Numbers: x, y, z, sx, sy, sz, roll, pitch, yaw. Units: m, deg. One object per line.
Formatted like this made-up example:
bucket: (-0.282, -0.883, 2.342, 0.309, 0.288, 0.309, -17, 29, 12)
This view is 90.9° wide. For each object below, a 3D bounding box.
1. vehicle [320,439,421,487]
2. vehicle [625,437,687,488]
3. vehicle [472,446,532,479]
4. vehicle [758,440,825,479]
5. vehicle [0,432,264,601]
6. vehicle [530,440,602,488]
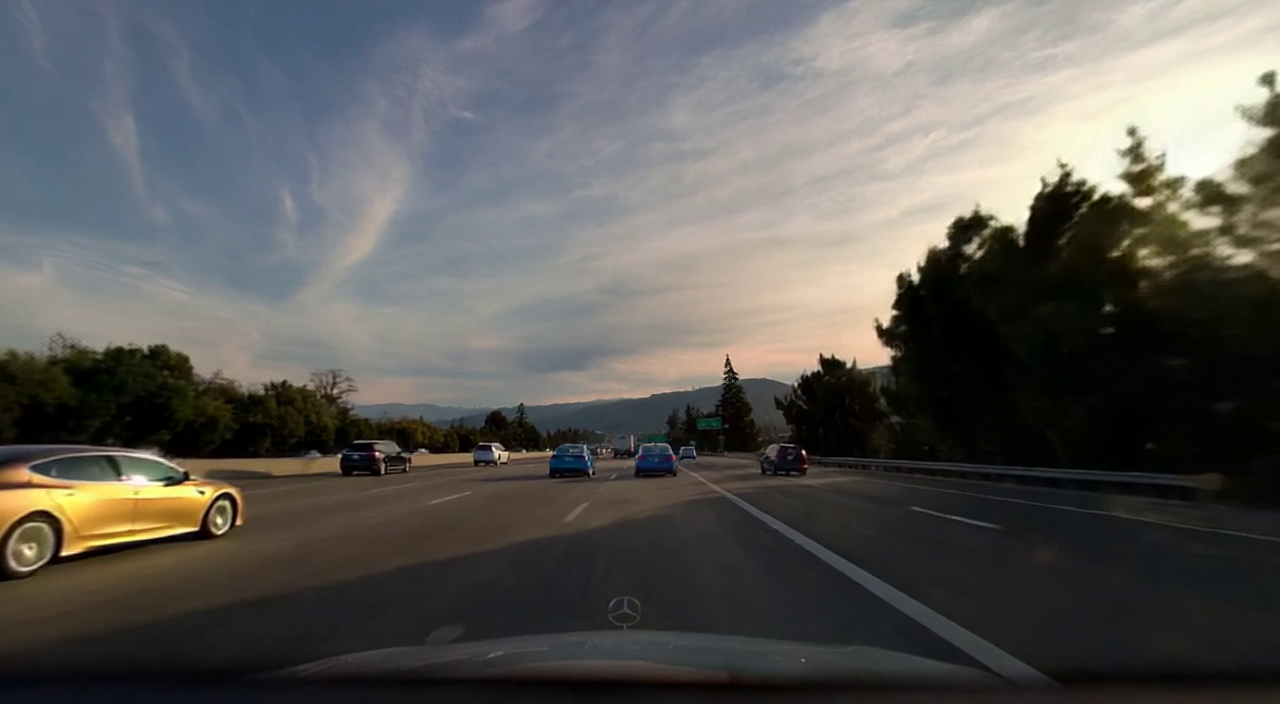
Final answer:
vehicle: (-10.365, 4.277, 24.658, 1.947, 1.683, 4.331, -1, -8, 1)
vehicle: (0.575, 4.094, 23.788, 2.114, 1.715, 4.136, -1, -8, 1)
vehicle: (-6.593, 5.312, 30.580, 1.886, 1.455, 4.148, 0, -8, 1)
vehicle: (7.503, 5.347, 31.744, 2.071, 1.754, 4.484, 0, -8, -3)
vehicle: (-6.705, 1.675, 7.041, 2.116, 1.473, 4.644, 0, -8, 1)
vehicle: (-2.711, 4.222, 24.116, 2.102, 1.624, 4.257, -1, -8, 2)
